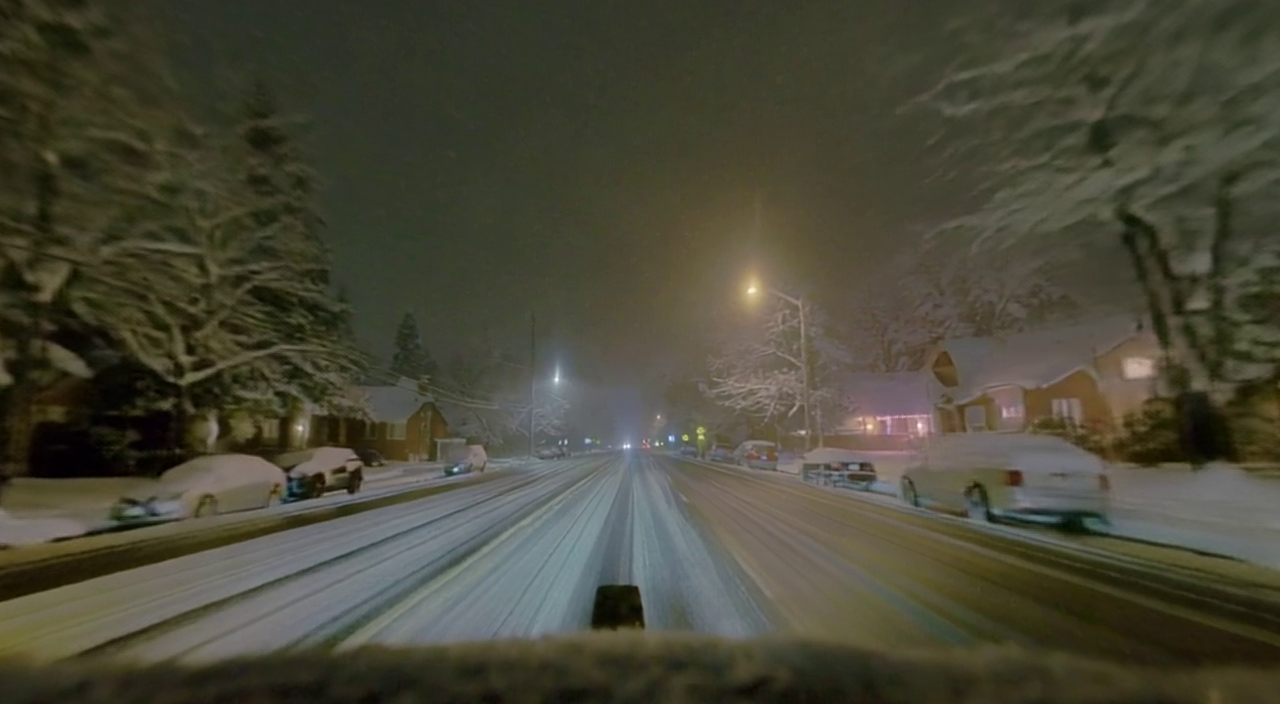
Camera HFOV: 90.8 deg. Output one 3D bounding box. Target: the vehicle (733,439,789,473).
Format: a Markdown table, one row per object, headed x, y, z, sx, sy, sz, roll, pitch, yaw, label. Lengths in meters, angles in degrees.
| x | y | z | sx | sy | sz | roll | pitch | yaw | label |
| --- | --- | --- | --- | --- | --- | --- | --- | --- | --- |
| 6.898 | 5.984 | 36.625 | 2.087 | 1.762 | 5.493 | 0 | -8 | 0 | vehicle |

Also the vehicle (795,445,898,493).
| x | y | z | sx | sy | sz | roll | pitch | yaw | label |
| --- | --- | --- | --- | --- | --- | --- | --- | --- | --- |
| 7.214 | 4.105 | 22.634 | 1.982 | 1.479 | 4.687 | 0 | -8 | -2 | vehicle |

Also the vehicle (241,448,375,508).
| x | y | z | sx | sy | sz | roll | pitch | yaw | label |
| --- | --- | --- | --- | --- | --- | --- | --- | --- | --- |
| -10.637 | 4.041 | 20.693 | 1.974 | 1.682 | 4.339 | -2 | -9 | 1 | vehicle |

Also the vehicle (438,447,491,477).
| x | y | z | sx | sy | sz | roll | pitch | yaw | label |
| --- | --- | --- | --- | --- | --- | --- | --- | --- | --- |
| -10.998 | 6.905 | 39.883 | 2.048 | 1.692 | 4.635 | -2 | -9 | 0 | vehicle |

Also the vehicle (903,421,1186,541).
| x | y | z | sx | sy | sz | roll | pitch | yaw | label |
| --- | --- | --- | --- | --- | --- | --- | --- | --- | --- |
| 7.293 | 2.364 | 12.346 | 2.064 | 1.802 | 5.293 | 0 | -8 | 1 | vehicle |

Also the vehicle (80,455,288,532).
| x | y | z | sx | sy | sz | roll | pitch | yaw | label |
| --- | --- | --- | --- | --- | --- | --- | --- | --- | --- |
| -10.741 | 3.311 | 15.356 | 1.840 | 1.526 | 4.214 | 0 | -8 | 1 | vehicle |

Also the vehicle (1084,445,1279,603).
| x | y | z | sx | sy | sz | roll | pitch | yaw | label |
| --- | --- | --- | --- | --- | --- | --- | --- | --- | --- |
| 6.881 | 1.665 | 6.367 | 1.882 | 1.433 | 4.622 | -1 | -9 | 7 | vehicle |
